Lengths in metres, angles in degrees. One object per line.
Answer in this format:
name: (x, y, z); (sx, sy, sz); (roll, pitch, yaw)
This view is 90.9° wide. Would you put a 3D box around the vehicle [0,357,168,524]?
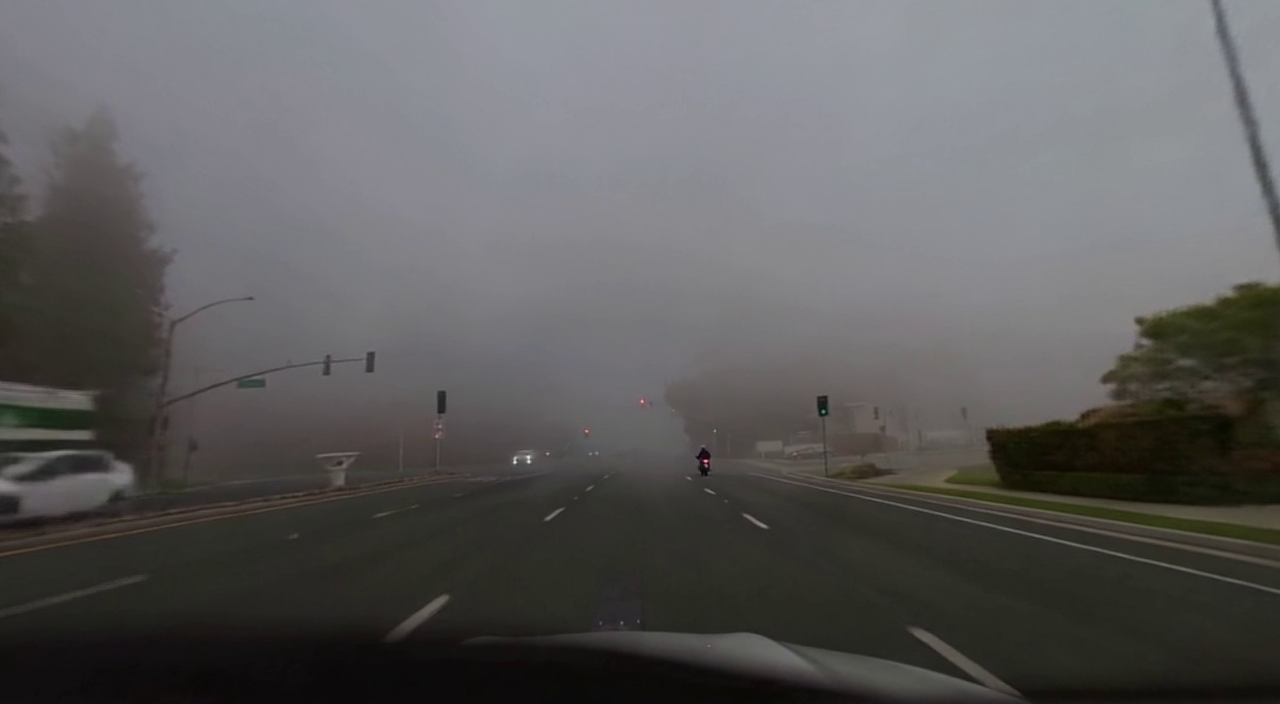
vehicle: (-17.349, 1.770, 12.711); (2.892, 4.104, 16.689); (0, -8, 0)
